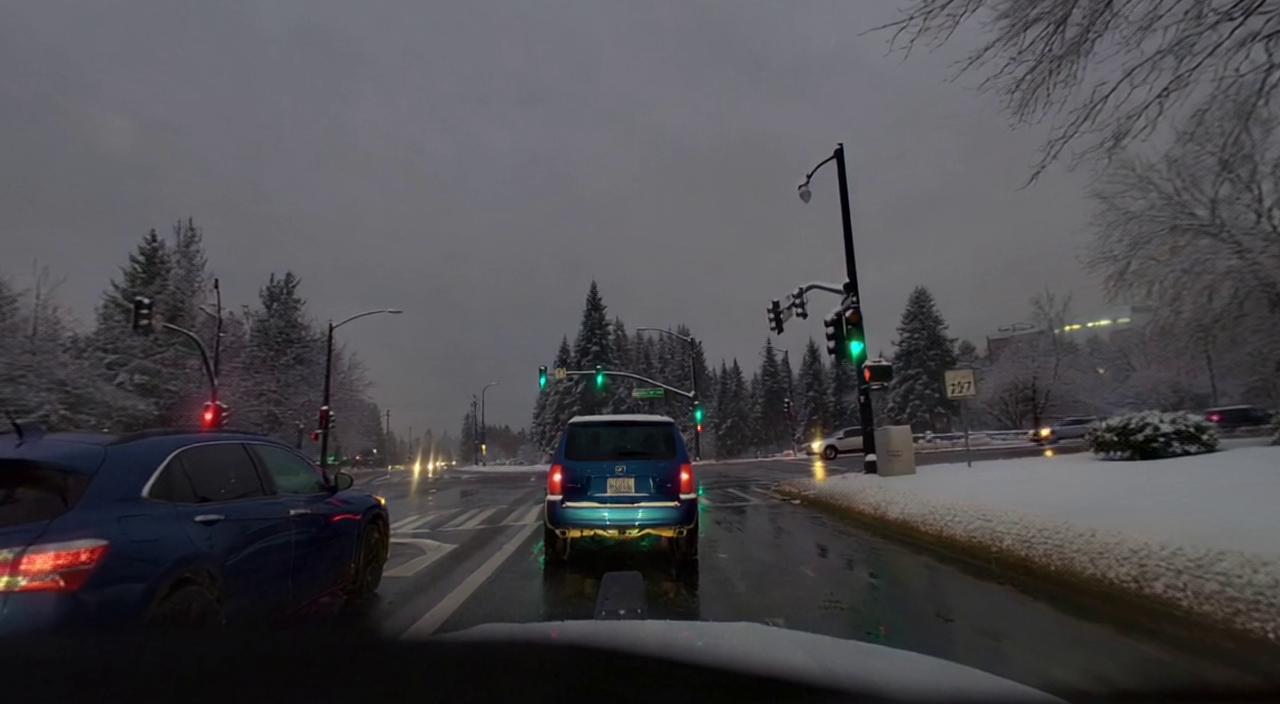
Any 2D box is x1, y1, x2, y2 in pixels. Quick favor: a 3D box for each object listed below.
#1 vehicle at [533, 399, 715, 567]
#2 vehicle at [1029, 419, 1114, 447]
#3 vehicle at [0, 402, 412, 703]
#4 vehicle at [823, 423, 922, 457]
[{"bbox_3d":[-0.182,1.796,9.345,2.059,1.877,4.249,0,-8,0],"label":"vehicle"},{"bbox_3d":[24.804,4.668,36.307,3.830,1.545,2.006,3,-9,-19],"label":"vehicle"},{"bbox_3d":[-3.381,1.264,4.549,2.011,1.527,4.008,0,-8,-1],"label":"vehicle"},{"bbox_3d":[12.917,4.903,35.137,4.872,1.806,2.107,3,-9,-20],"label":"vehicle"}]
